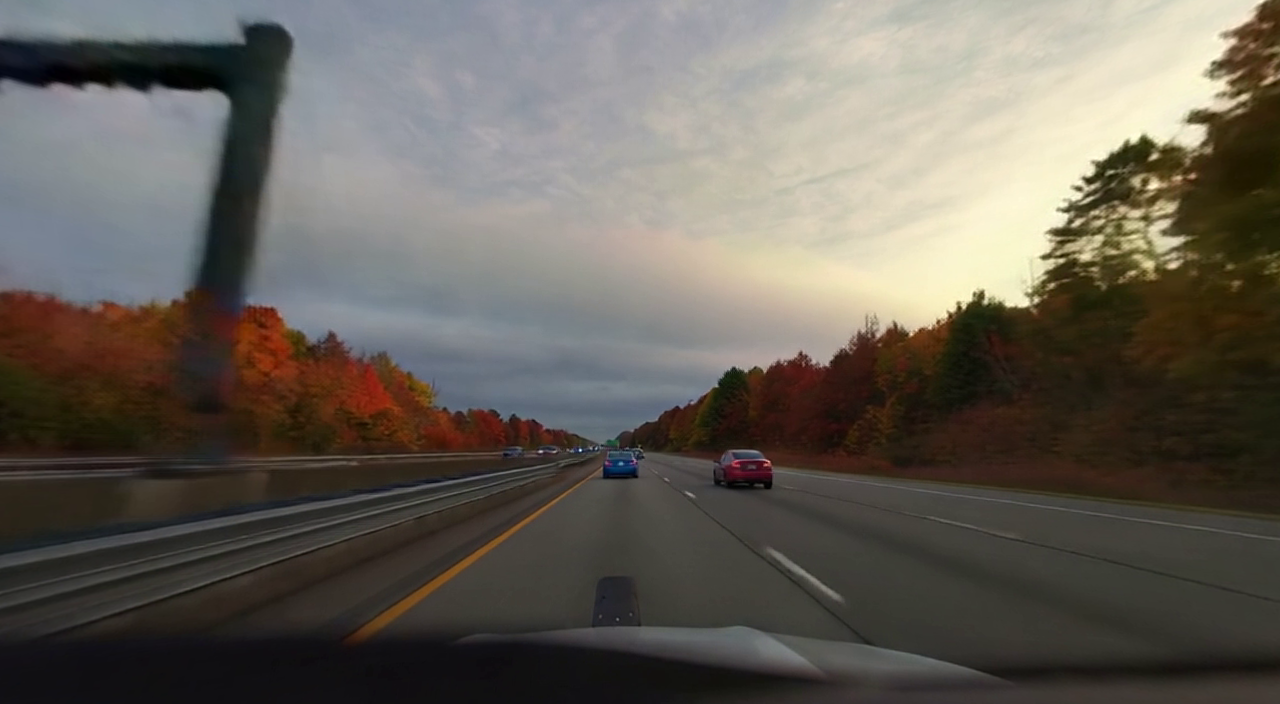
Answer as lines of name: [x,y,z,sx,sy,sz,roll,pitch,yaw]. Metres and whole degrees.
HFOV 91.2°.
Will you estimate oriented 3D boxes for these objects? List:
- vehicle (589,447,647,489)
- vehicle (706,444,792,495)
vehicle: [-0.844,4.616,25.253,2.128,1.516,4.410,0,-9,-1]
vehicle: [3.723,4.110,22.288,2.300,1.595,4.144,-1,-9,0]
